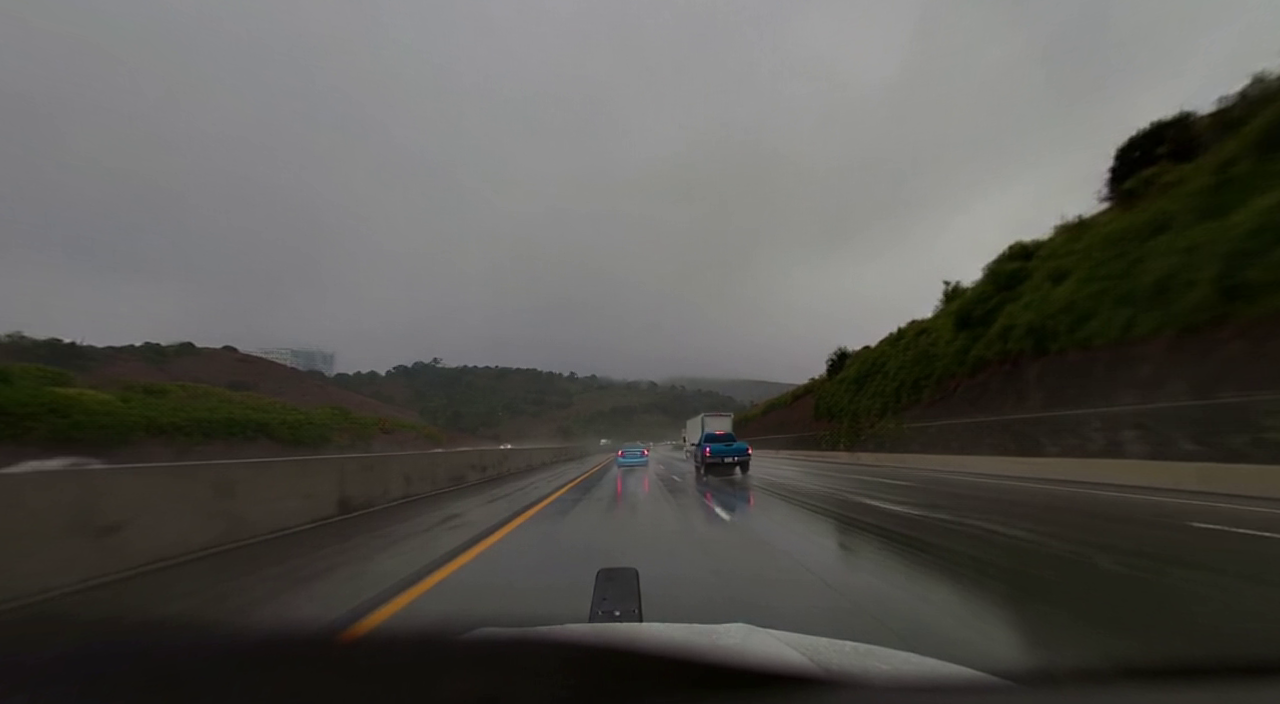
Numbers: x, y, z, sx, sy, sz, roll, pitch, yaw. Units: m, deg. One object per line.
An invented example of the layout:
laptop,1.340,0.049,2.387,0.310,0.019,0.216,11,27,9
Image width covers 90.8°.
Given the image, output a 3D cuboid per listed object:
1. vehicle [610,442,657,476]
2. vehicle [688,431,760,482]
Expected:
vehicle,-0.338,5.080,30.196,2.083,1.477,3.965,0,-8,-1
vehicle,3.224,4.141,25.287,2.098,1.794,4.561,0,-8,-2
